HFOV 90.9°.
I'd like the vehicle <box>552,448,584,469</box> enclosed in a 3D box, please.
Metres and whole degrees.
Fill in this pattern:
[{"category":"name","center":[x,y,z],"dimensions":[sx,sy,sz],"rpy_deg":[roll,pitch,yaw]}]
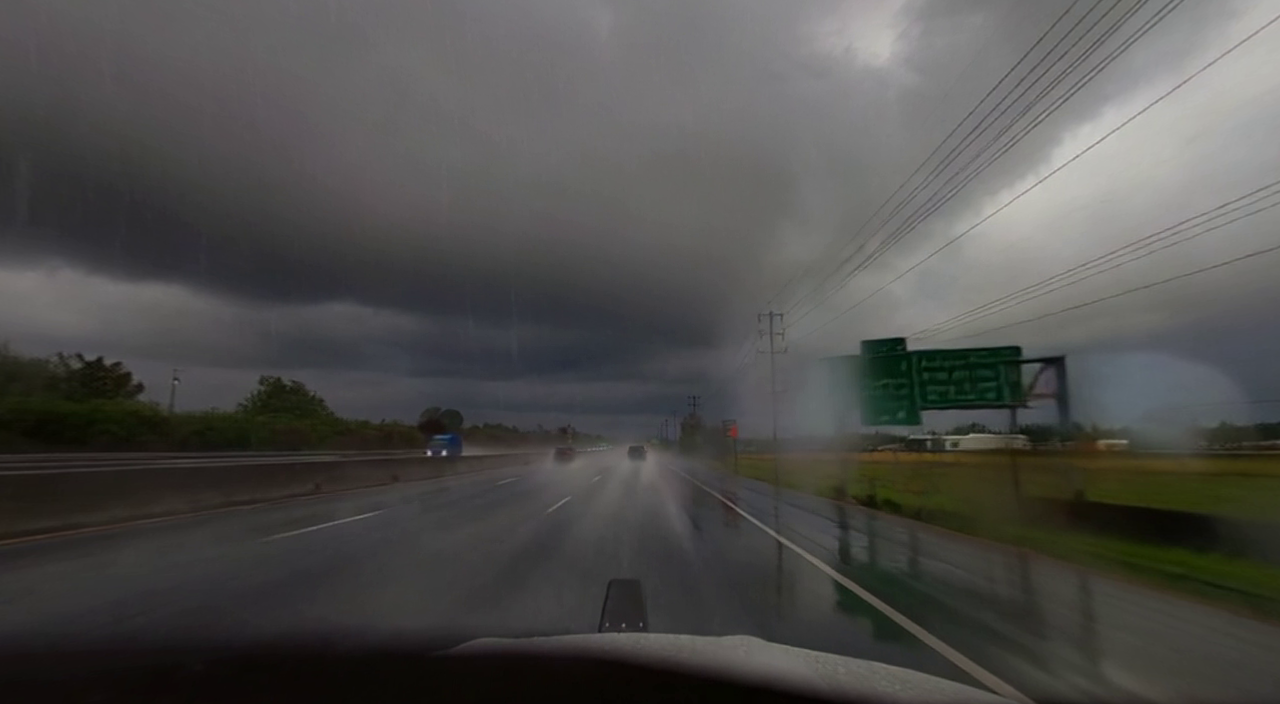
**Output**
[{"category":"vehicle","center":[-5.448,8.111,48.215],"dimensions":[1.911,1.491,3.624],"rpy_deg":[-1,-9,2]}]
